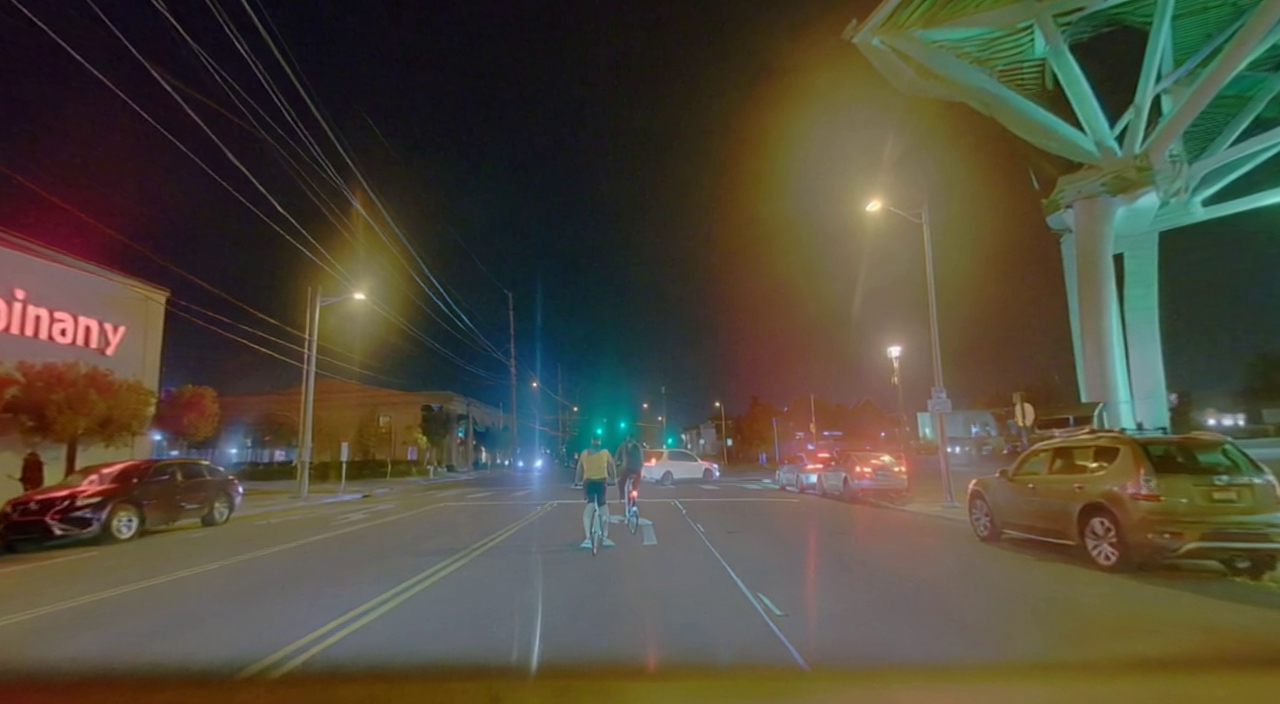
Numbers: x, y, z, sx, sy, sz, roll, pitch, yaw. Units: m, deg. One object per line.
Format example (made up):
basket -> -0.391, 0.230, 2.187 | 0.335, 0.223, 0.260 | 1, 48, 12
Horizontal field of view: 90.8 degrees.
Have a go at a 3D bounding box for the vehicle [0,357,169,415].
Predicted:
vehicle -> -17.098, 1.090, 19.445 | 3.685, 1.584, 1.708 | 1, -9, -3

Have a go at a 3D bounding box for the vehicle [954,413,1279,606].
vehicle -> 5.825, 1.703, 7.712 | 1.873, 1.714, 3.979 | 0, -8, -1

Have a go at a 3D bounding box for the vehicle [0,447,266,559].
vehicle -> -10.224, 2.871, 12.974 | 2.075, 1.816, 4.900 | 0, -8, -1

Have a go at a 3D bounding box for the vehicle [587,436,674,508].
vehicle -> -0.202, 3.317, 17.966 | 2.190, 1.783, 4.048 | 0, -8, 1
